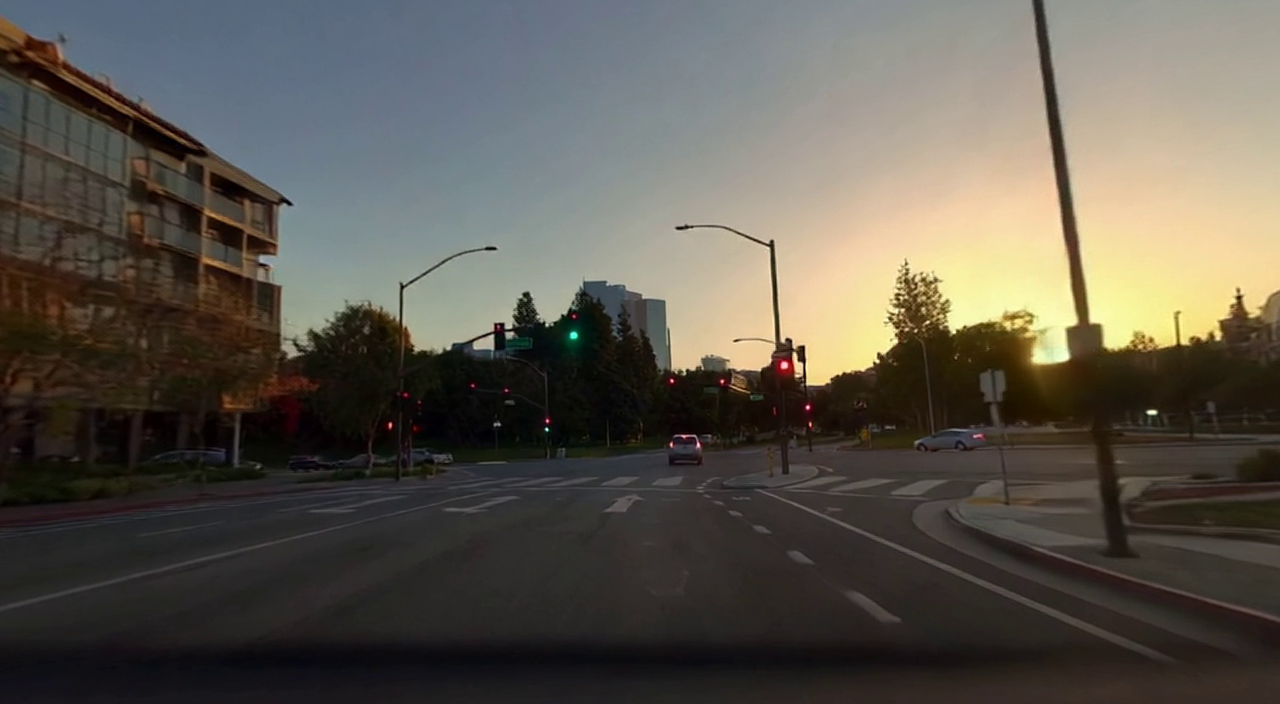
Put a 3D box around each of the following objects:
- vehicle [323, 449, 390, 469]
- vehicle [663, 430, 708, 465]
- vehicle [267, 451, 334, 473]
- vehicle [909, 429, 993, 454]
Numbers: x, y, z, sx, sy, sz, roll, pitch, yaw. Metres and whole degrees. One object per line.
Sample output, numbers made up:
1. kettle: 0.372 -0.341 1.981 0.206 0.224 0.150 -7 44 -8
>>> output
1. vehicle: -21.847 8.216 48.676 4.601 1.521 1.941 -4 -9 22
2. vehicle: 2.578 5.285 35.074 2.230 1.827 4.298 -1 -8 7
3. vehicle: -25.274 8.159 47.050 4.359 1.508 1.980 -4 -9 22
4. vehicle: 21.134 6.128 43.201 4.952 1.517 1.997 -5 -7 23
